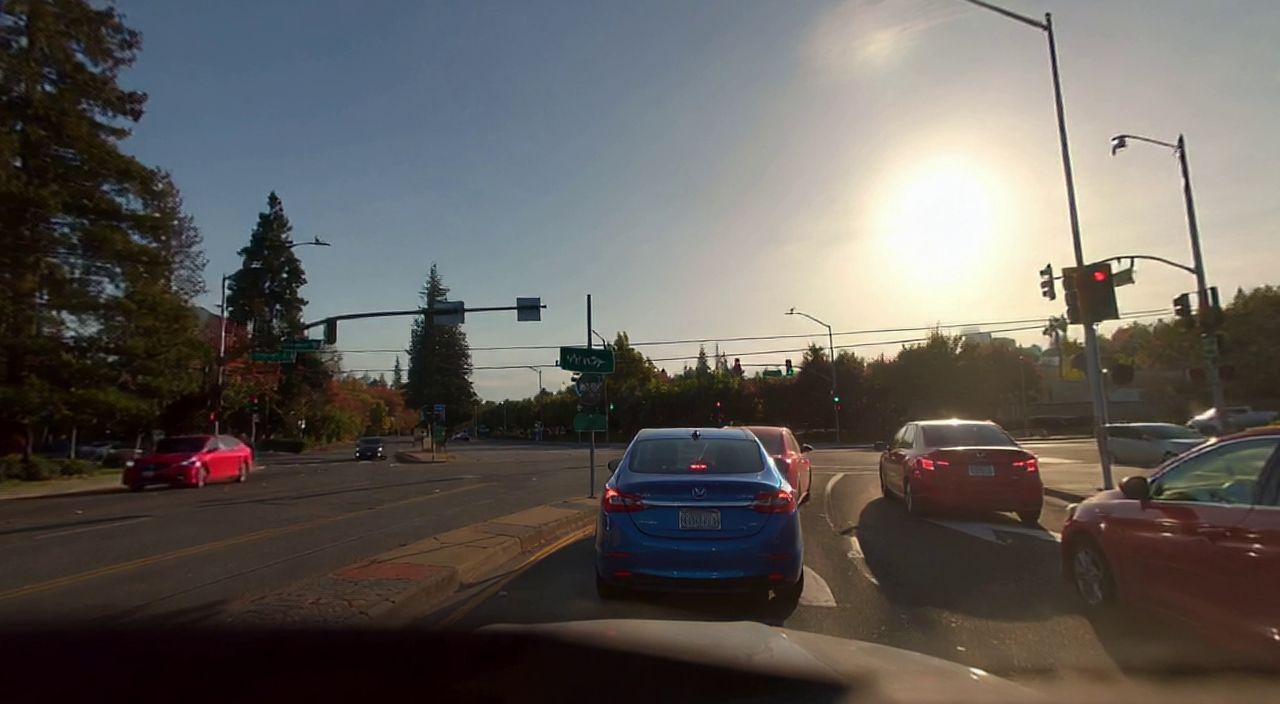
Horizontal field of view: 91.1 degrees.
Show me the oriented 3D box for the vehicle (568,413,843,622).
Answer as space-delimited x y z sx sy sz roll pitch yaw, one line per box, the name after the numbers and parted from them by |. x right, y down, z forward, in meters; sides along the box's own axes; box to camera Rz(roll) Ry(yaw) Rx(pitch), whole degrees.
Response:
0.851 1.498 6.695 2.052 1.483 3.928 -2 -8 12 | vehicle

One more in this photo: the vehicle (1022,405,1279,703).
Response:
4.238 1.060 3.369 1.954 1.508 4.441 -1 -8 6 | vehicle

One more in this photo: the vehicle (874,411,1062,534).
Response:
5.529 2.046 11.292 2.102 1.717 4.373 -2 -9 16 | vehicle

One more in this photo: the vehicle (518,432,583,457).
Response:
-5.973 6.110 41.543 1.932 1.573 4.509 8 -11 -44 | vehicle

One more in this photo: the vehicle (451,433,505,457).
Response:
-12.479 7.121 48.192 1.972 1.705 4.457 8 -11 -44 | vehicle

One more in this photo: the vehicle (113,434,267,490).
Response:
-13.287 3.246 18.982 1.976 1.458 4.645 2 -8 -12 | vehicle
